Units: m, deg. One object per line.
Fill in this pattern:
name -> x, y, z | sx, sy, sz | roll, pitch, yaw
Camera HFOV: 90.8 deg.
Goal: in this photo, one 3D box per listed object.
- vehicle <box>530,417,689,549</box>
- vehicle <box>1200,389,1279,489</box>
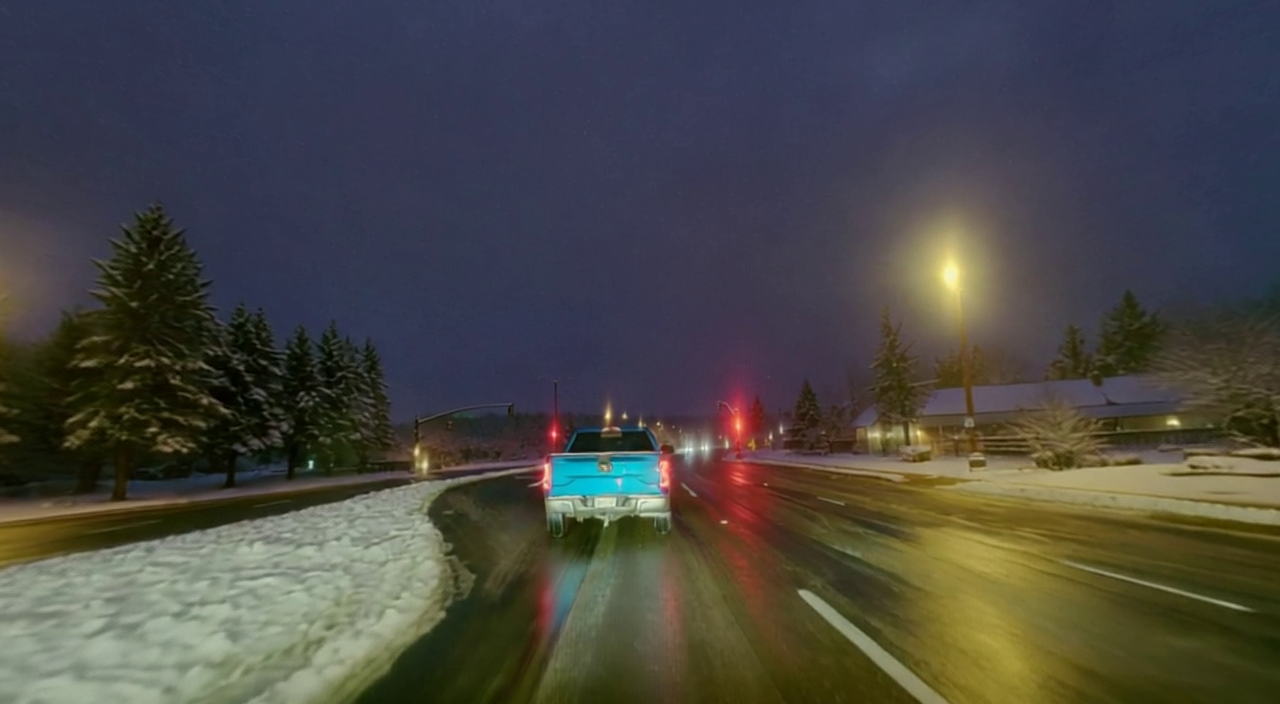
vehicle -> -0.459, 2.127, 10.982 | 2.145, 1.762, 4.731 | 0, -8, -1
vehicle -> 16.572, 2.255, 16.591 | 1.862, 2.438, 1.649 | -2, -9, -14
